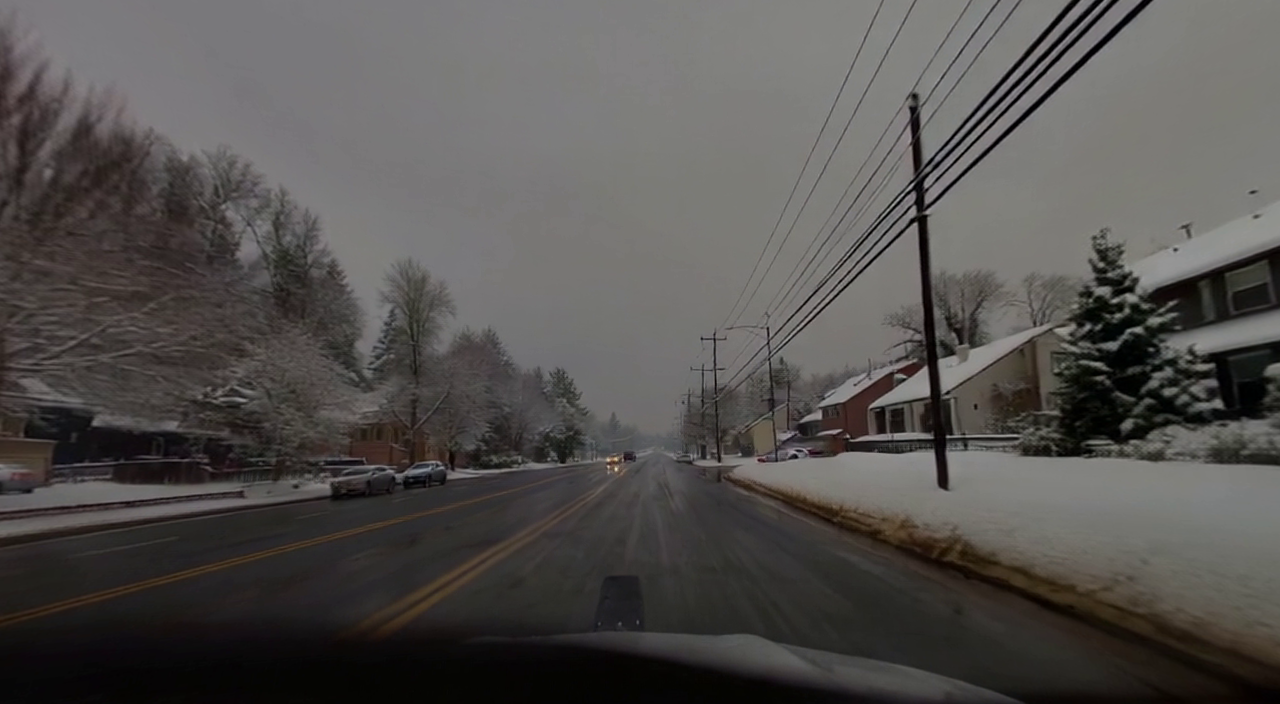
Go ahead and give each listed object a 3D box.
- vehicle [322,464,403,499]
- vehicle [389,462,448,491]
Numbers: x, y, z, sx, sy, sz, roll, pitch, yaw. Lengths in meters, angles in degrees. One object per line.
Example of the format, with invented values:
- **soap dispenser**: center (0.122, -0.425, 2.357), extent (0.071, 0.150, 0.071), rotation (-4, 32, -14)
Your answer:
- **vehicle**: center (-13.679, 6.389, 31.467), extent (1.936, 1.489, 4.311), rotation (-1, -9, 3)
- **vehicle**: center (-13.371, 7.535, 38.459), extent (1.863, 1.481, 4.363), rotation (-3, -9, 3)
